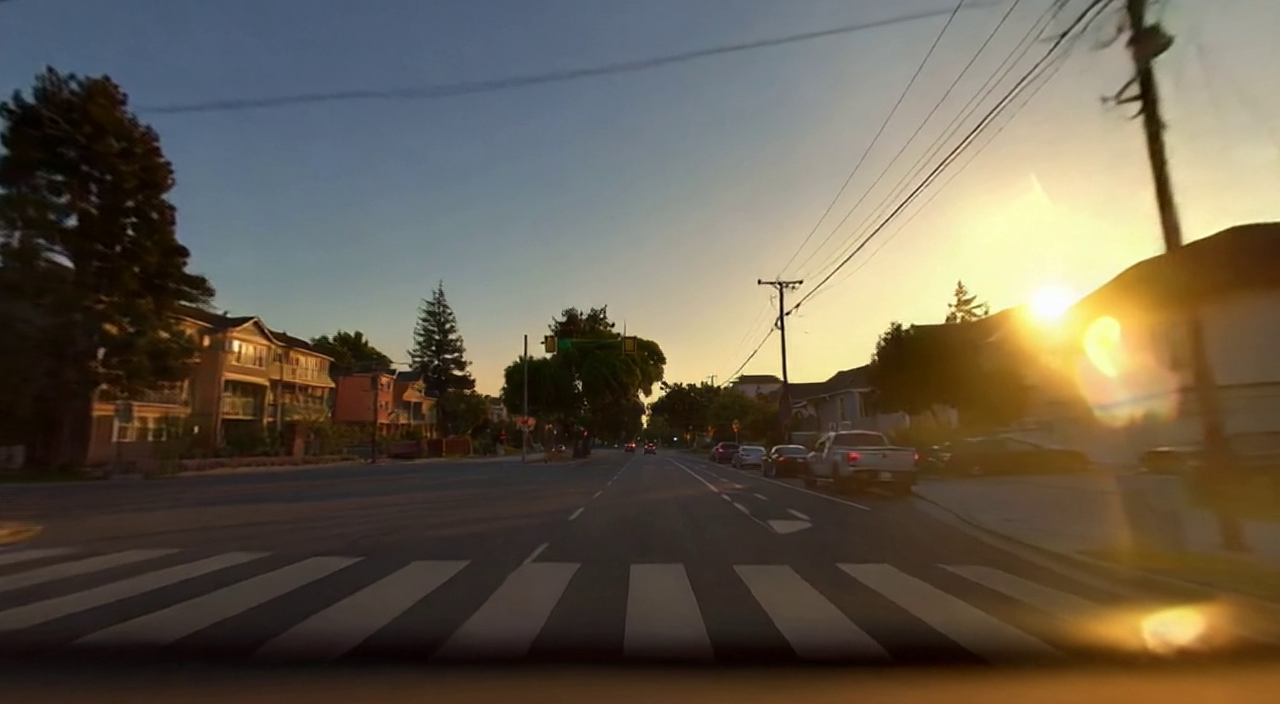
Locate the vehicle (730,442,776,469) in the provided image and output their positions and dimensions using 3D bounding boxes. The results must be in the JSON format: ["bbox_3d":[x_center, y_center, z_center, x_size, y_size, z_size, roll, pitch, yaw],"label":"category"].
[{"bbox_3d":[6.525,6.011,36.819,1.976,1.498,4.390,0,-9,1],"label":"vehicle"}]

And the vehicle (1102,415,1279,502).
[{"bbox_3d":[12.269,2.070,12.414,4.585,1.564,2.078,-3,-9,19],"label":"vehicle"}]

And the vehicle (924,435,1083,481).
[{"bbox_3d":[12.313,3.620,21.735,4.452,1.459,2.001,-4,-9,23],"label":"vehicle"}]

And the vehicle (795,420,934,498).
[{"bbox_3d":[6.311,3.089,18.505,2.293,1.942,5.004,0,-9,1],"label":"vehicle"}]

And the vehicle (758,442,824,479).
[{"bbox_3d":[6.421,4.648,27.381,1.936,1.456,4.445,0,-9,2],"label":"vehicle"}]
